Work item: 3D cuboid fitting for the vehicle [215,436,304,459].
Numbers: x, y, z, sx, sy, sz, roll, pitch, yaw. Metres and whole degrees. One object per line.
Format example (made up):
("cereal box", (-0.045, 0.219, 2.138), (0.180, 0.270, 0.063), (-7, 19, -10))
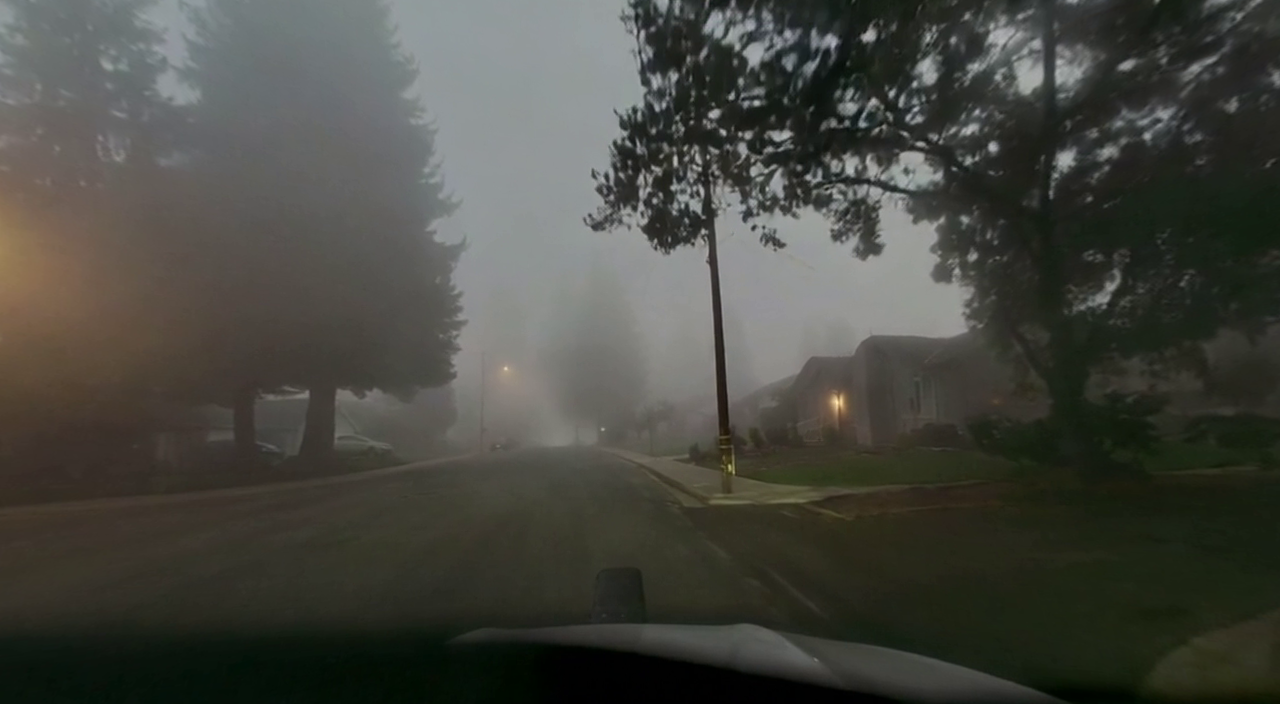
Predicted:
("vehicle", (-24.776, 6.235, 41.224), (4.531, 1.470, 1.855), (1, -8, -4))

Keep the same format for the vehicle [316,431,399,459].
("vehicle", (-18.474, 6.088, 41.491), (4.559, 1.745, 1.918), (1, -8, -8))
